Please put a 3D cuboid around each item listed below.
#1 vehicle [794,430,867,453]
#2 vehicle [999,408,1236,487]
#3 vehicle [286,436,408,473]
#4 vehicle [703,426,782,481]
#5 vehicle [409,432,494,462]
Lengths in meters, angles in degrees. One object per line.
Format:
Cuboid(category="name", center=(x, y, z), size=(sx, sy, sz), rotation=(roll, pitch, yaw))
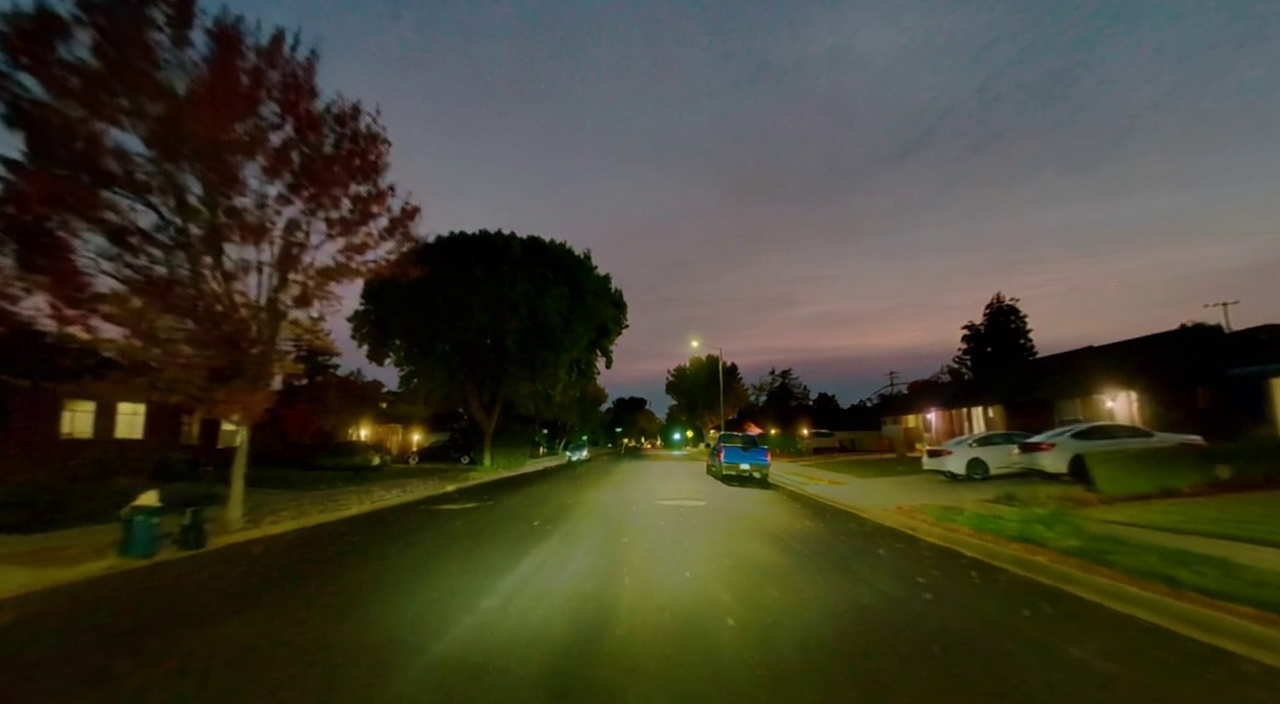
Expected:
Cuboid(category="vehicle", center=(13.114, 6.186, 43.688), size=(4.486, 1.579, 1.880), rotation=(-1, -8, 4))
Cuboid(category="vehicle", center=(11.677, 2.363, 15.765), size=(4.069, 1.680, 2.156), rotation=(-2, -7, 3))
Cuboid(category="vehicle", center=(-12.448, 4.352, 27.036), size=(4.225, 1.498, 1.917), rotation=(0, -8, 2))
Cuboid(category="vehicle", center=(4.009, 4.100, 25.910), size=(2.313, 1.962, 6.029), rotation=(0, -8, 1))
Cuboid(category="vehicle", center=(-12.095, 6.118, 40.740), size=(4.807, 1.846, 2.024), rotation=(0, -8, 4))
